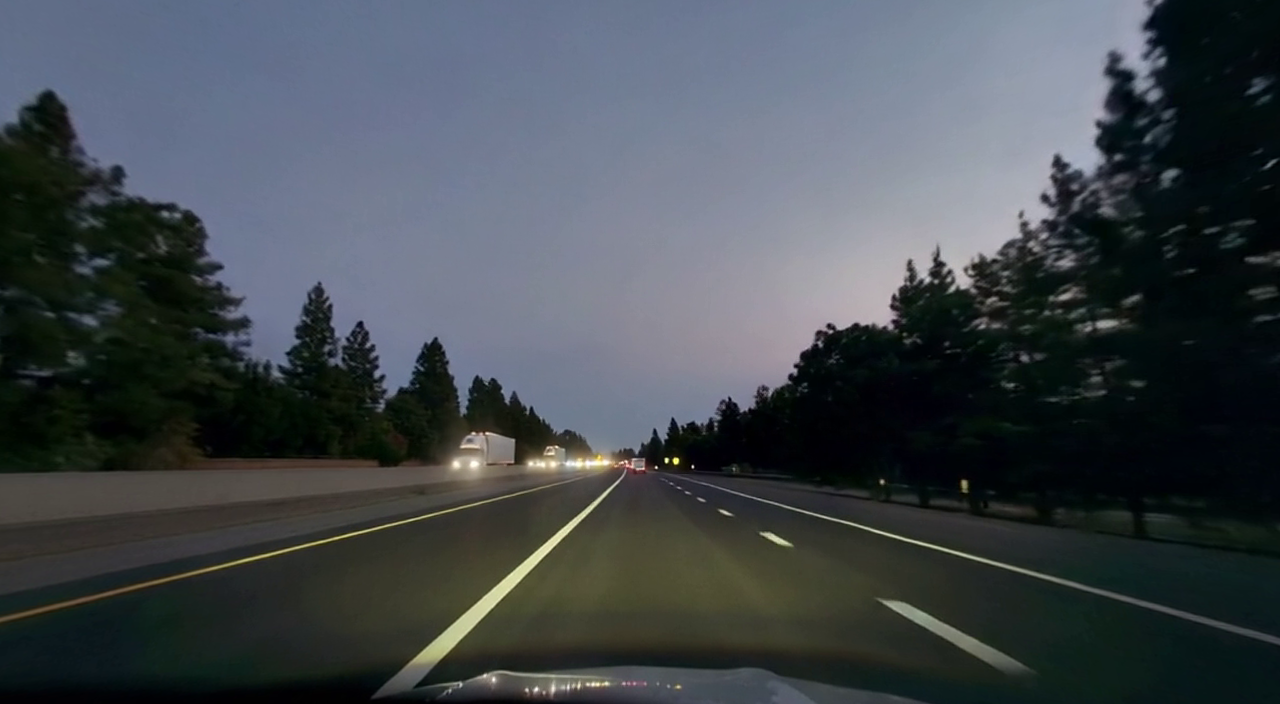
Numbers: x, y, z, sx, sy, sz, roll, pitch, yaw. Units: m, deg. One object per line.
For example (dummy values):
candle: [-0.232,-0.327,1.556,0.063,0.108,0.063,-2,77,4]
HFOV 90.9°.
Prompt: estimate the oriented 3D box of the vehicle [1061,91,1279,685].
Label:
vehicle: [5.143,0.289,4.446,1.837,3.859,3.230,0,-10,1]
